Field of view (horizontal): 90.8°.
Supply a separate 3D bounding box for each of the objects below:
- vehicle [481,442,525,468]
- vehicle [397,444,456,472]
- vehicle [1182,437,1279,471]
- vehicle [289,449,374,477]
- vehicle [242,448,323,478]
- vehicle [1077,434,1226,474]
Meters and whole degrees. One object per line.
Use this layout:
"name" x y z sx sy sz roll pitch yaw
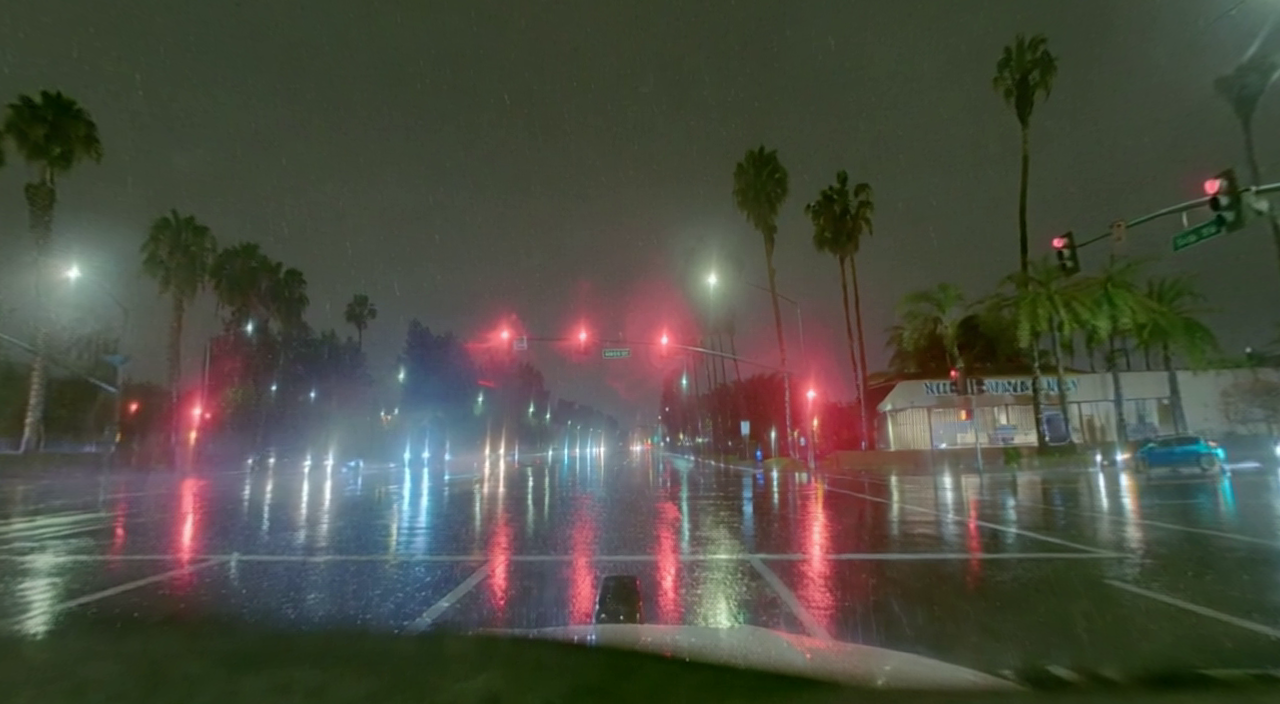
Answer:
"vehicle" -9.688 7.312 45.016 2.074 1.681 4.417 0 -9 1
"vehicle" -13.726 6.839 40.948 2.074 1.671 4.755 0 -9 1
"vehicle" 27.407 4.599 28.488 4.625 1.451 1.801 1 -9 -9
"vehicle" -17.444 6.304 36.066 2.221 1.449 5.092 0 -9 1
"vehicle" -21.096 6.541 37.577 2.107 1.642 4.561 0 -9 1
"vehicle" 22.243 4.446 27.640 4.533 1.676 2.236 0 -9 -1
